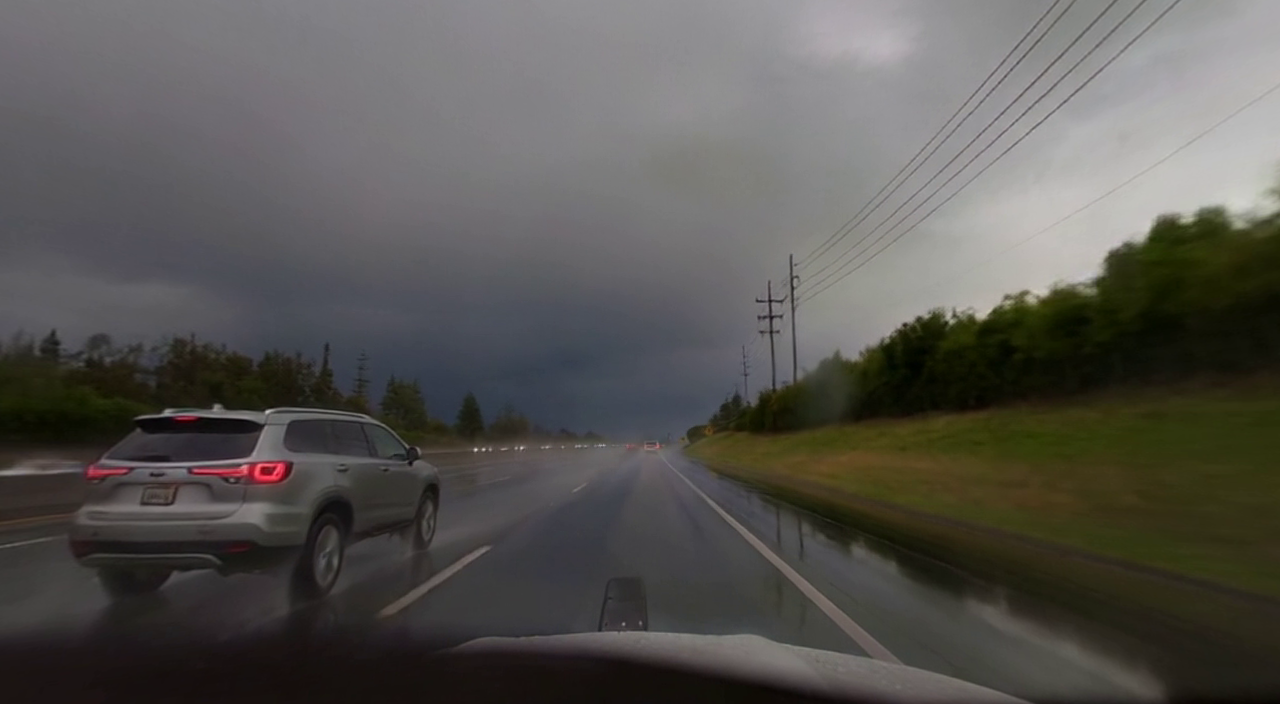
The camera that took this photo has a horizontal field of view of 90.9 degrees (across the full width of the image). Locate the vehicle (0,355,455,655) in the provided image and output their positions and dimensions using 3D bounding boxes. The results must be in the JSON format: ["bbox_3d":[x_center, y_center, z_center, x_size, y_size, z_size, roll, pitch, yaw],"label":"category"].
[{"bbox_3d":[-3.865,1.375,6.765,2.136,1.975,5.037,0,-8,1],"label":"vehicle"}]
